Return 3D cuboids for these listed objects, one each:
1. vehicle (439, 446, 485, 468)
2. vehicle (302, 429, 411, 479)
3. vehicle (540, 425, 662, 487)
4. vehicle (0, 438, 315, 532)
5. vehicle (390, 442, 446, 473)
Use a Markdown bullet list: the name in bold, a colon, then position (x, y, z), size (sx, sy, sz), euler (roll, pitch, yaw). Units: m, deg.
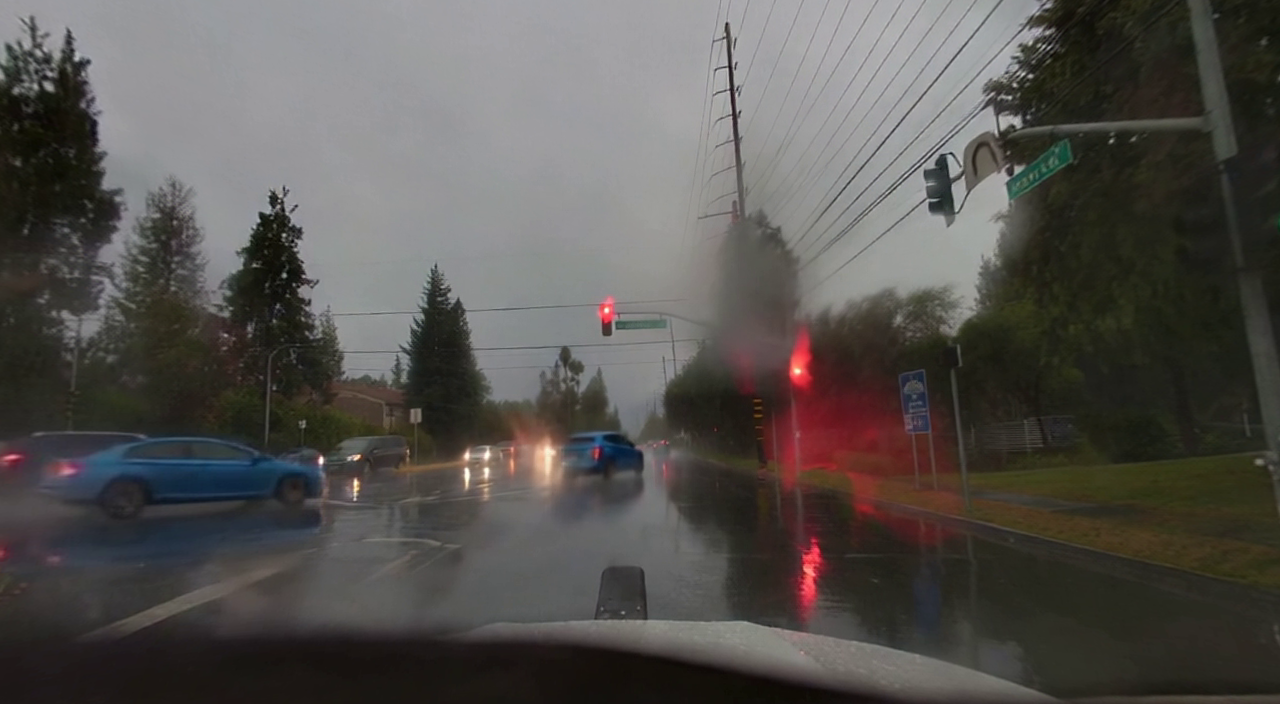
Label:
- **vehicle**: position (-12.671, 7.486, 44.911), size (1.841, 1.477, 4.485), euler (0, -8, 1)
- **vehicle**: position (-13.121, 4.766, 29.620), size (2.350, 2.104, 5.828), euler (0, -8, 1)
- **vehicle**: position (-1.225, 3.805, 23.378), size (2.137, 1.986, 5.930), euler (-4, -9, 22)
- **vehicle**: position (-8.858, 2.365, 11.809), size (4.529, 1.455, 2.019), euler (6, -10, -35)
- **vehicle**: position (-13.229, 6.303, 37.627), size (1.772, 1.647, 4.221), euler (-4, -9, 0)
